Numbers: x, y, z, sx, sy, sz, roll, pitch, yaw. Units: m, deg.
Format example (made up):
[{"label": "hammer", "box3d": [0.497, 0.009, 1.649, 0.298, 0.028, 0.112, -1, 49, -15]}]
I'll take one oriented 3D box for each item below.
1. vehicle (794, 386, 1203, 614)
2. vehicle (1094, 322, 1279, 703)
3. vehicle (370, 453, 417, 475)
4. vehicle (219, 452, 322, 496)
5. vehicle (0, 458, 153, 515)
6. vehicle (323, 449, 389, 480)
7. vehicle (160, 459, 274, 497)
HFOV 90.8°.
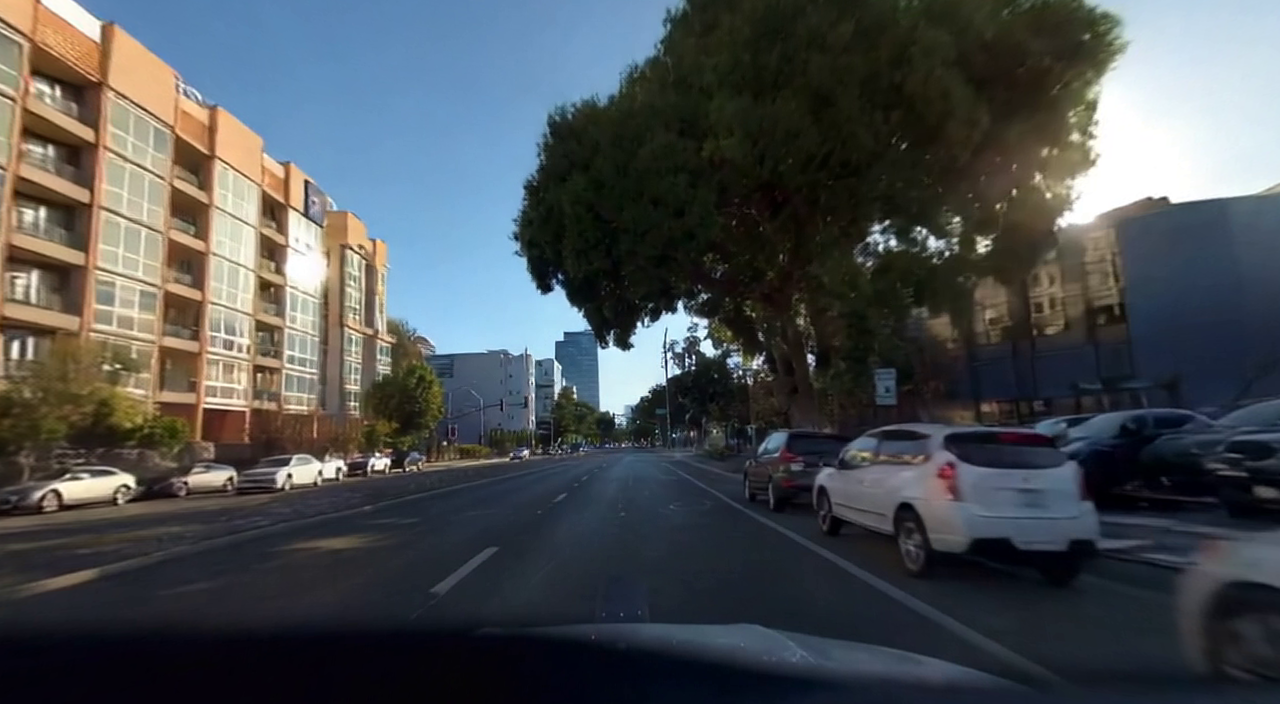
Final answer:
[{"label": "vehicle", "box3d": [3.342, 1.472, 7.217, 1.968, 1.756, 4.490, 0, -8, -1]}, {"label": "vehicle", "box3d": [3.530, 0.539, 1.149, 1.874, 1.707, 4.637, 0, -8, -1]}, {"label": "vehicle", "box3d": [-18.446, 8.354, 47.465, 1.800, 1.492, 4.663, 0, -8, -2]}, {"label": "vehicle", "box3d": [-14.538, 4.786, 25.113, 1.812, 1.544, 3.832, 0, -8, -1]}, {"label": "vehicle", "box3d": [-18.113, 4.281, 20.506, 1.760, 1.566, 3.664, 0, -8, -3]}, {"label": "vehicle", "box3d": [-18.305, 7.219, 40.982, 2.221, 1.821, 4.855, 0, -8, -3]}, {"label": "vehicle", "box3d": [-18.302, 5.441, 27.633, 1.900, 1.427, 4.398, 0, -8, 0]}]
